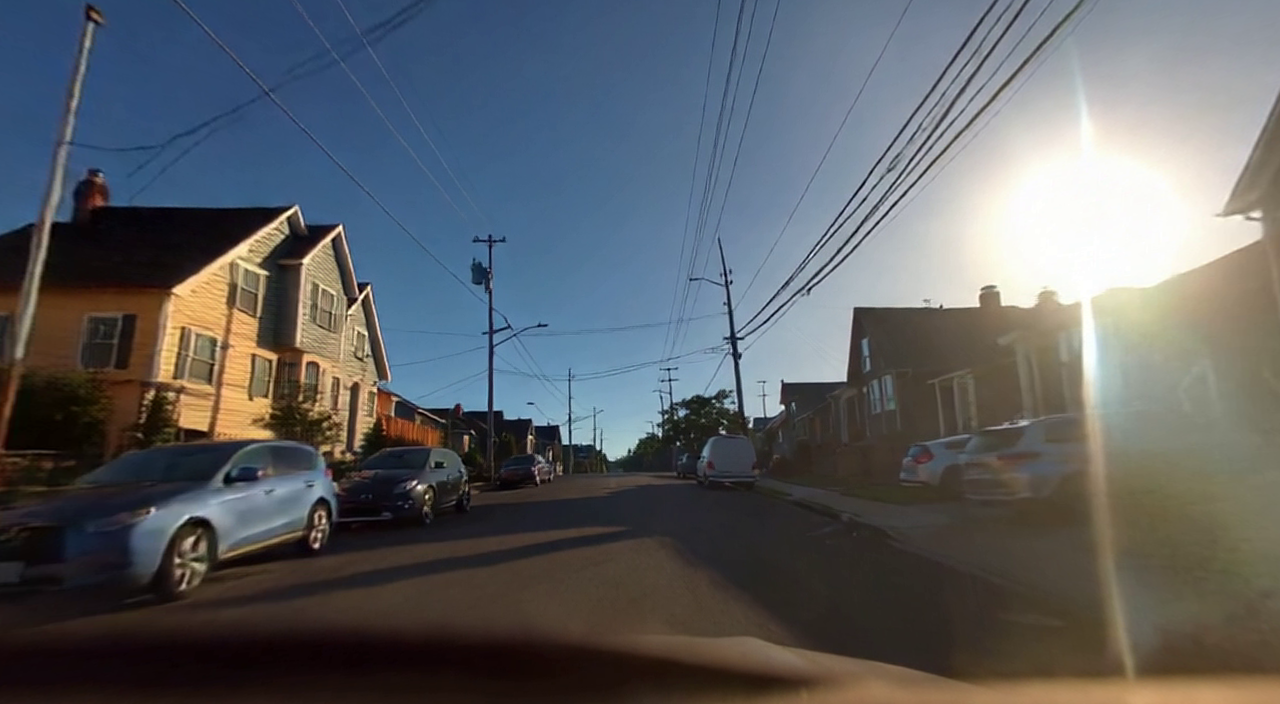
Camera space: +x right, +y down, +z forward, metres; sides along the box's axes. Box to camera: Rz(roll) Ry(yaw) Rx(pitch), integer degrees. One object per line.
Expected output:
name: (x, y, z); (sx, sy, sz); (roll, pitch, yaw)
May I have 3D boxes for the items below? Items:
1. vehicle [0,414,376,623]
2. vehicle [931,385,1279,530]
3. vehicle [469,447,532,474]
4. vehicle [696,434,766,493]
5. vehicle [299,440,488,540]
vehicle: (-4.874, 1.624, 7.246); (1.967, 1.656, 3.924); (2, -7, 0)
vehicle: (8.365, 1.758, 10.765); (5.615, 1.787, 2.014); (-6, -11, 1)
vehicle: (-9.110, 7.097, 41.430); (3.684, 1.628, 1.792); (0, -7, 1)
vehicle: (3.652, 4.574, 26.211); (2.343, 2.229, 4.199); (0, -9, 1)
vehicle: (-4.472, 2.509, 12.362); (1.960, 1.507, 4.542); (0, -7, -1)
